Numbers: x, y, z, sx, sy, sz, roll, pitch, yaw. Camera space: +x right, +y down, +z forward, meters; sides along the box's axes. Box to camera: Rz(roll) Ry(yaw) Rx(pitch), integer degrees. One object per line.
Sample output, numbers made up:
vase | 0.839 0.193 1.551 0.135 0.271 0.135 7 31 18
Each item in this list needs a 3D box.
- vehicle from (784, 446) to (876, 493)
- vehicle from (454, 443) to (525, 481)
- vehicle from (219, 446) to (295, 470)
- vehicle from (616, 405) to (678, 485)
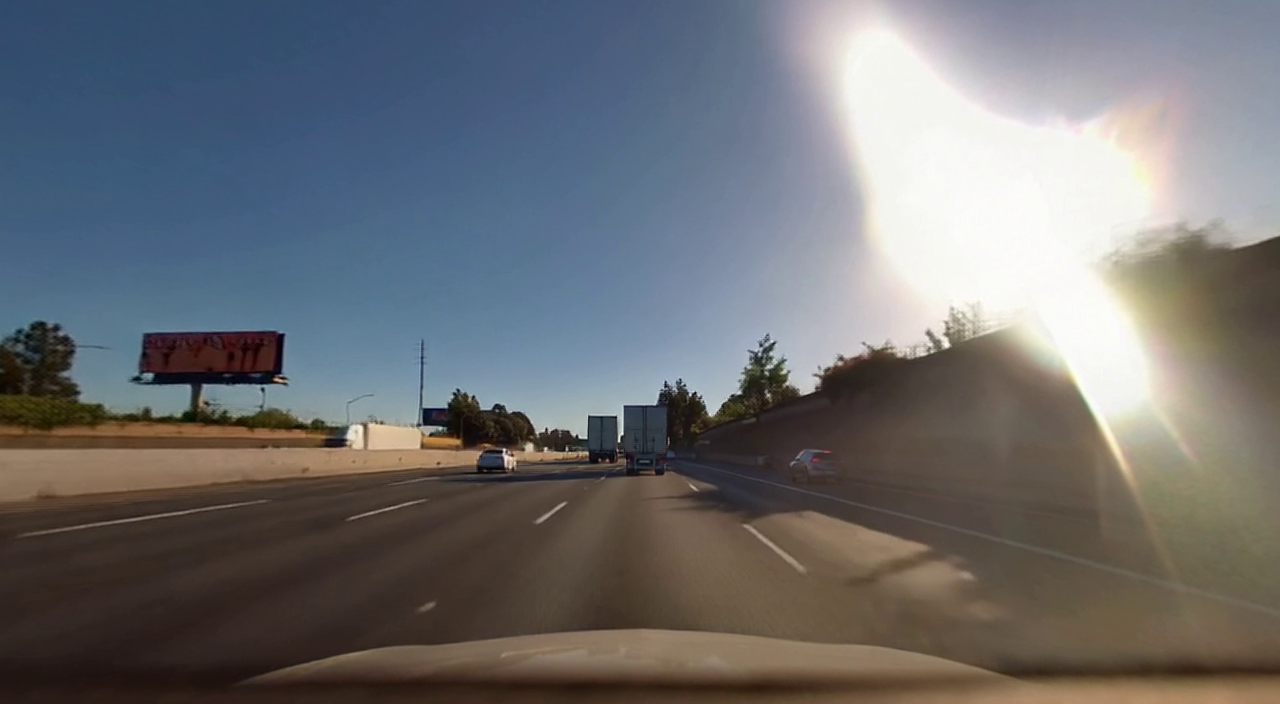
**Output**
vehicle | 6.887 4.275 23.392 1.969 1.560 4.394 0 -9 -1
vehicle | -6.714 4.950 28.600 1.992 1.547 4.673 -1 -9 1
vehicle | -29.272 8.102 48.419 2.649 1.703 4.861 -1 -9 1
vehicle | 0.278 5.342 37.516 3.054 3.944 11.230 -1 -6 -1
